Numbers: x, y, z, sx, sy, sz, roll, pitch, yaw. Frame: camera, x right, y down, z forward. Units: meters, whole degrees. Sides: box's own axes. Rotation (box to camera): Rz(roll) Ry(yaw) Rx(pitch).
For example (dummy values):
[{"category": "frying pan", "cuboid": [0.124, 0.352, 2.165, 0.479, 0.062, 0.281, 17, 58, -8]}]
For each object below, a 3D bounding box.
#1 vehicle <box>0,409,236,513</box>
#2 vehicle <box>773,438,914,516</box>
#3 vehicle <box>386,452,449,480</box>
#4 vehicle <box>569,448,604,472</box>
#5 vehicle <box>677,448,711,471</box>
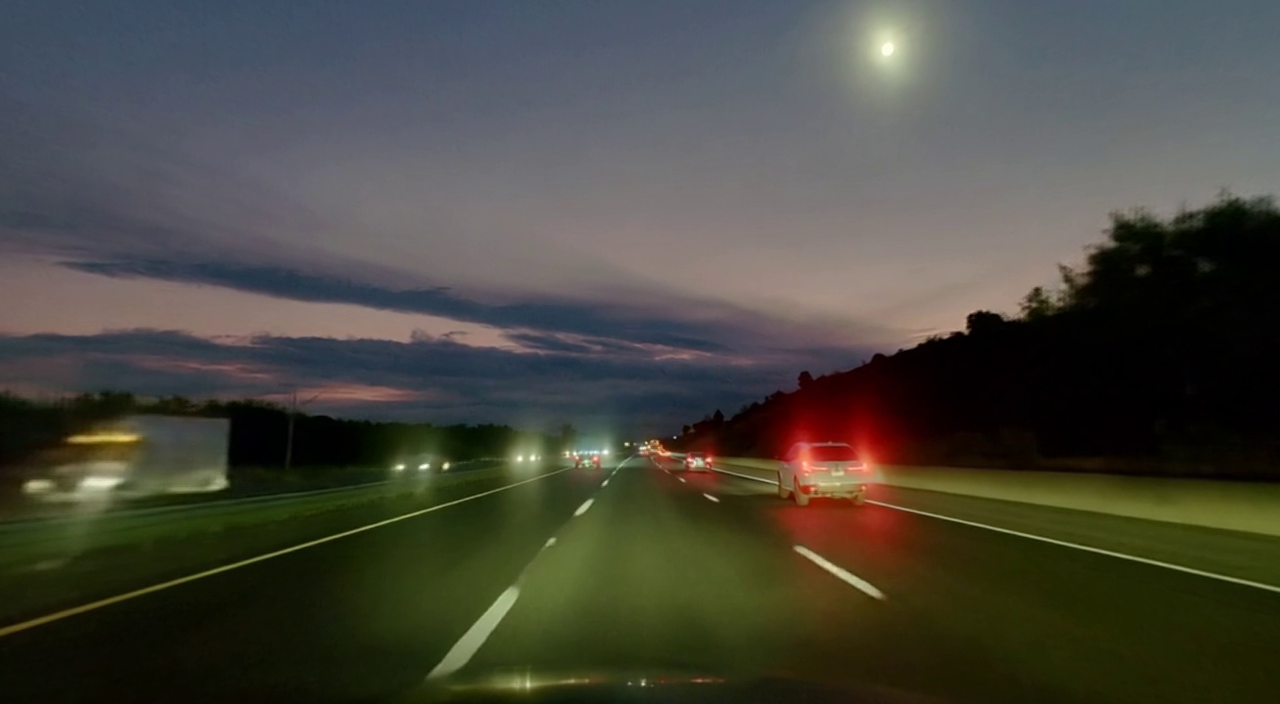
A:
[{"category": "vehicle", "cuboid": [-15.237, 3.211, 18.980, 2.246, 2.611, 5.858, 0, -9, -1]}, {"category": "vehicle", "cuboid": [4.586, 2.861, 14.909, 1.903, 1.566, 3.866, 0, -9, -2]}, {"category": "vehicle", "cuboid": [-12.180, 6.256, 34.895, 1.951, 1.462, 4.378, 0, -9, -1]}, {"category": "vehicle", "cuboid": [-3.491, 7.166, 42.142, 2.021, 1.507, 4.272, 0, -9, -1]}, {"category": "vehicle", "cuboid": [3.594, 7.191, 42.317, 1.846, 1.480, 3.694, 0, -9, -2]}]
